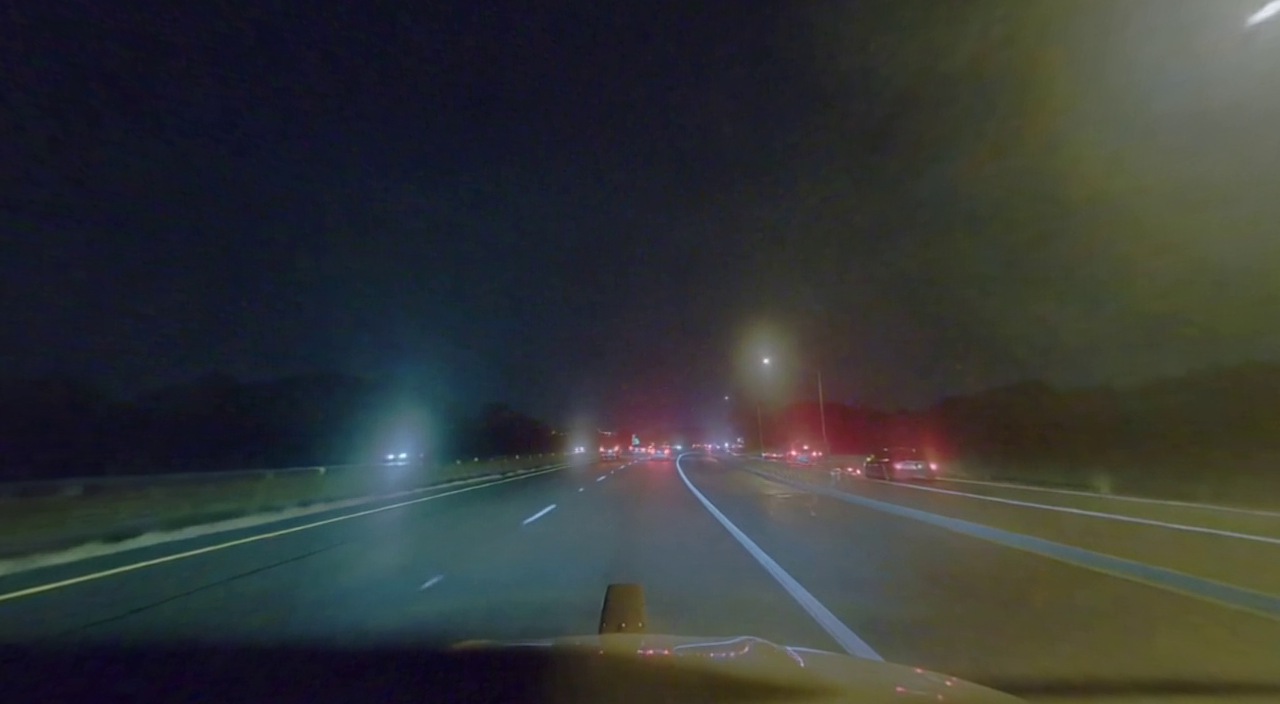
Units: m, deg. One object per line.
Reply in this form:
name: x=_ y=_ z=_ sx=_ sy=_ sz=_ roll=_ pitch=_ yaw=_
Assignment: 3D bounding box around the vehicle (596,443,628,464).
vehicle: x=-2.136 y=7.857 z=48.832 sx=2.040 sy=1.553 sz=4.199 roll=-1 pitch=-9 yaw=3
